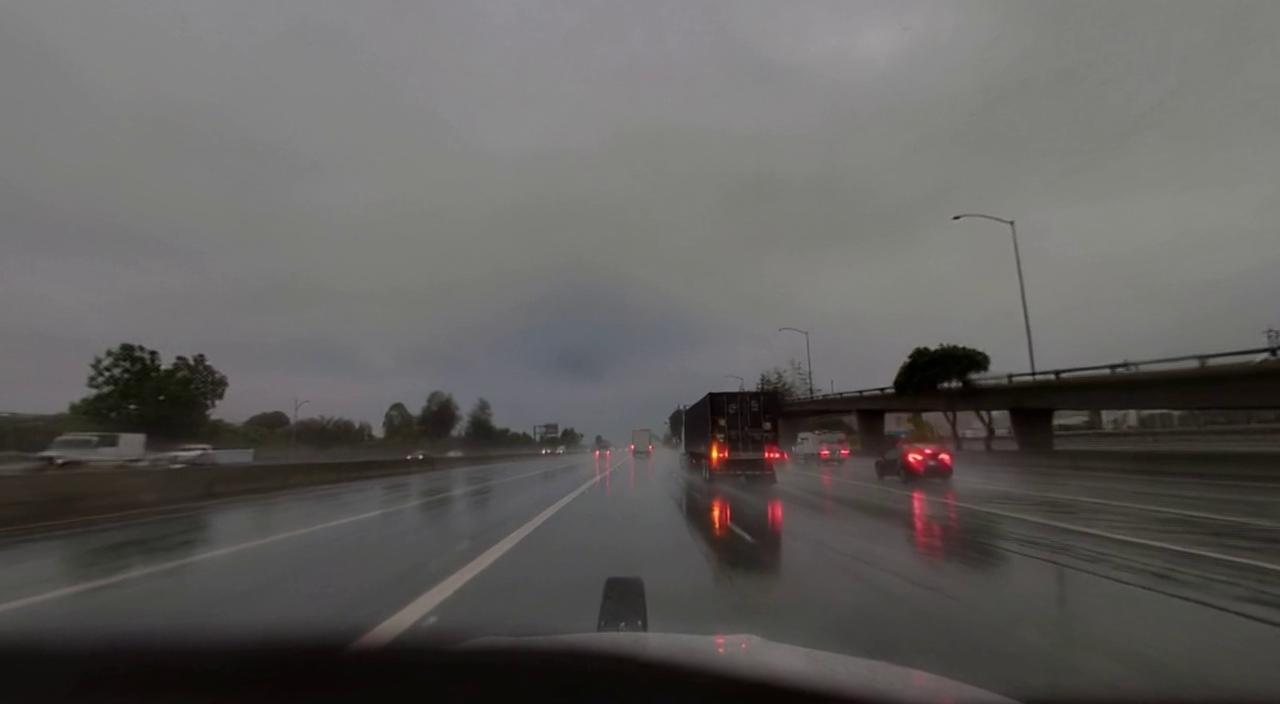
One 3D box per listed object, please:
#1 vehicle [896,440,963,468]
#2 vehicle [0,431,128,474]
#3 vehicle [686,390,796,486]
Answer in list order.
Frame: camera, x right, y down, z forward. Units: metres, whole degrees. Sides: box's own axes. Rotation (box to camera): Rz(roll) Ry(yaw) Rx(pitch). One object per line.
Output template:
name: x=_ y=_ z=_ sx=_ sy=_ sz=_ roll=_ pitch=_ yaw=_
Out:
vehicle: x=17.480 y=6.231 z=38.125 sx=2.021 sy=1.549 sz=4.322 roll=1 pitch=-10 yaw=0
vehicle: x=-39.019 y=6.769 z=42.492 sx=3.163 sy=2.646 sz=6.391 roll=0 pitch=-9 yaw=0
vehicle: x=3.969 y=3.885 z=27.767 sx=3.049 sy=3.395 sz=10.595 roll=0 pitch=-9 yaw=0
